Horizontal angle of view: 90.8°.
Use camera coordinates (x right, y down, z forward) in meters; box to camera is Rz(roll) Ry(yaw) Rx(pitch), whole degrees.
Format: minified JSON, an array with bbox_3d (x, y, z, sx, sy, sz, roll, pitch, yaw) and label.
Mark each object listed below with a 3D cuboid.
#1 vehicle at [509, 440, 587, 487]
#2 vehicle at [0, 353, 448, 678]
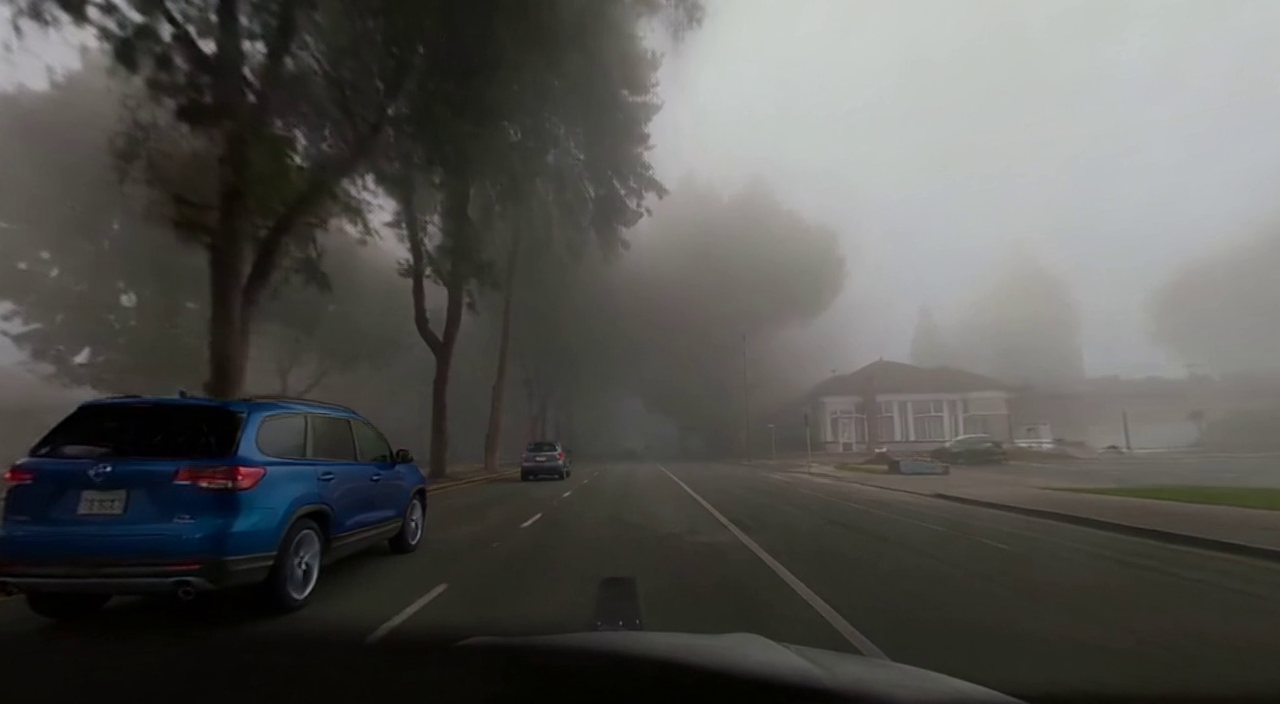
[{"bbox_3d":[-3.132,3.896,22.497,2.069,1.470,4.601,0,-8,1],"label":"vehicle"},{"bbox_3d":[-3.459,1.232,5.797,2.042,1.817,4.364,0,-8,-1],"label":"vehicle"}]
